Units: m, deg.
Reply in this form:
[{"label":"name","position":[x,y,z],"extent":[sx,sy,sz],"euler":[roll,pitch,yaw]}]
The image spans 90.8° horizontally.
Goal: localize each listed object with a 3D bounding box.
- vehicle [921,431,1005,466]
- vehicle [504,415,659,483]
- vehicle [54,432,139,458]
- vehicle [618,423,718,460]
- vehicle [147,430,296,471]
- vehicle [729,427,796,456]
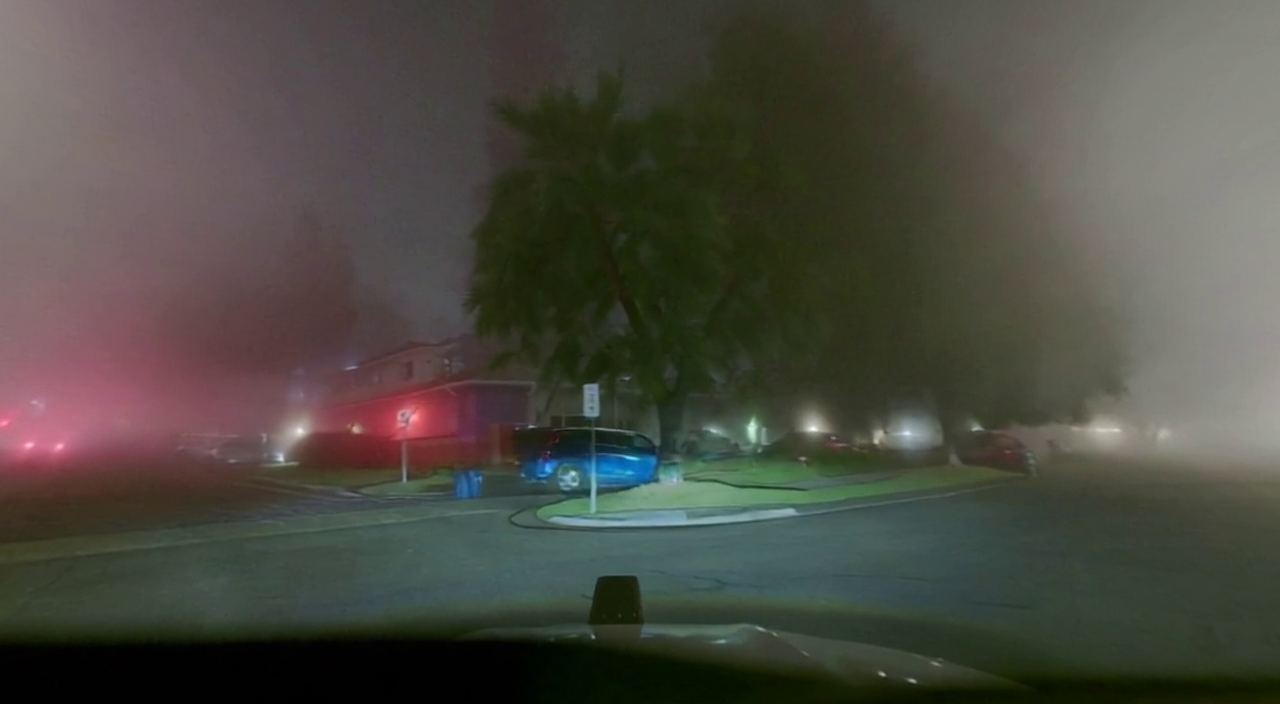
[{"label":"vehicle","position":[17.079,5.066,33.463],"extent":[3.635,1.521,1.726],"euler":[-3,-6,39]},{"label":"vehicle","position":[-1.712,3.048,19.918],"extent":[2.174,1.863,4.651],"euler":[-7,-11,40]},{"label":"vehicle","position":[-42.367,7.246,49.307],"extent":[4.998,1.924,2.262],"euler":[-2,-9,11]},{"label":"vehicle","position":[1.410,4.840,33.939],"extent":[5.193,1.830,2.049],"euler":[-7,-11,40]},{"label":"vehicle","position":[-17.228,4.083,26.231],"extent":[1.919,1.502,4.695],"euler":[-7,-11,38]},{"label":"vehicle","position":[8.126,5.981,42.130],"extent":[3.928,1.784,1.895],"euler":[-8,-12,41]}]
